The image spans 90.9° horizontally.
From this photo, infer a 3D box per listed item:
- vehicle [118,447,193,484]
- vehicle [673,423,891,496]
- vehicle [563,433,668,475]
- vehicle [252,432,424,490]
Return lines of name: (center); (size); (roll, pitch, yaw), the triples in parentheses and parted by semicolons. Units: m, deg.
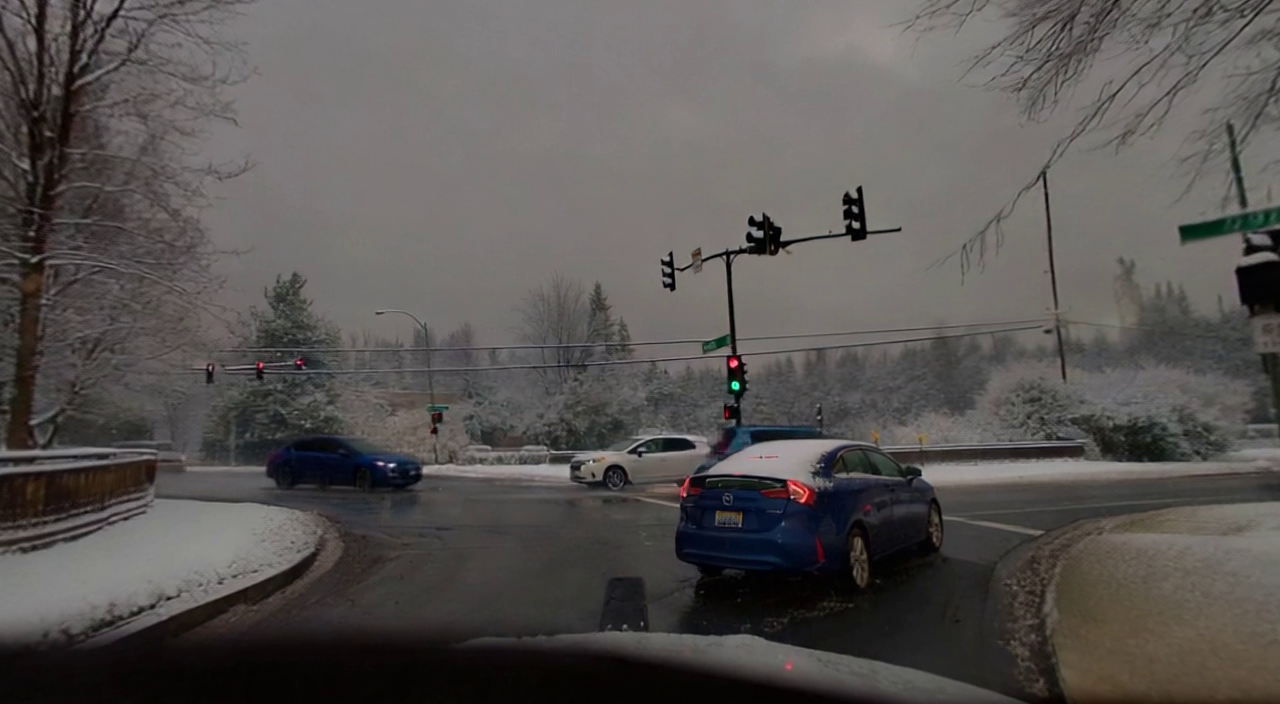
vehicle: (-21.604, 4.962, 28.007); (1.953, 1.462, 4.589); (8, -12, -44)
vehicle: (3.844, 2.952, 17.587); (5.332, 1.807, 2.450); (2, -9, -13)
vehicle: (-1.081, 4.585, 28.519); (4.360, 1.749, 1.895); (4, -10, -29)
vehicle: (-8.828, 3.131, 18.369); (4.826, 1.484, 2.000); (-5, -10, 28)
